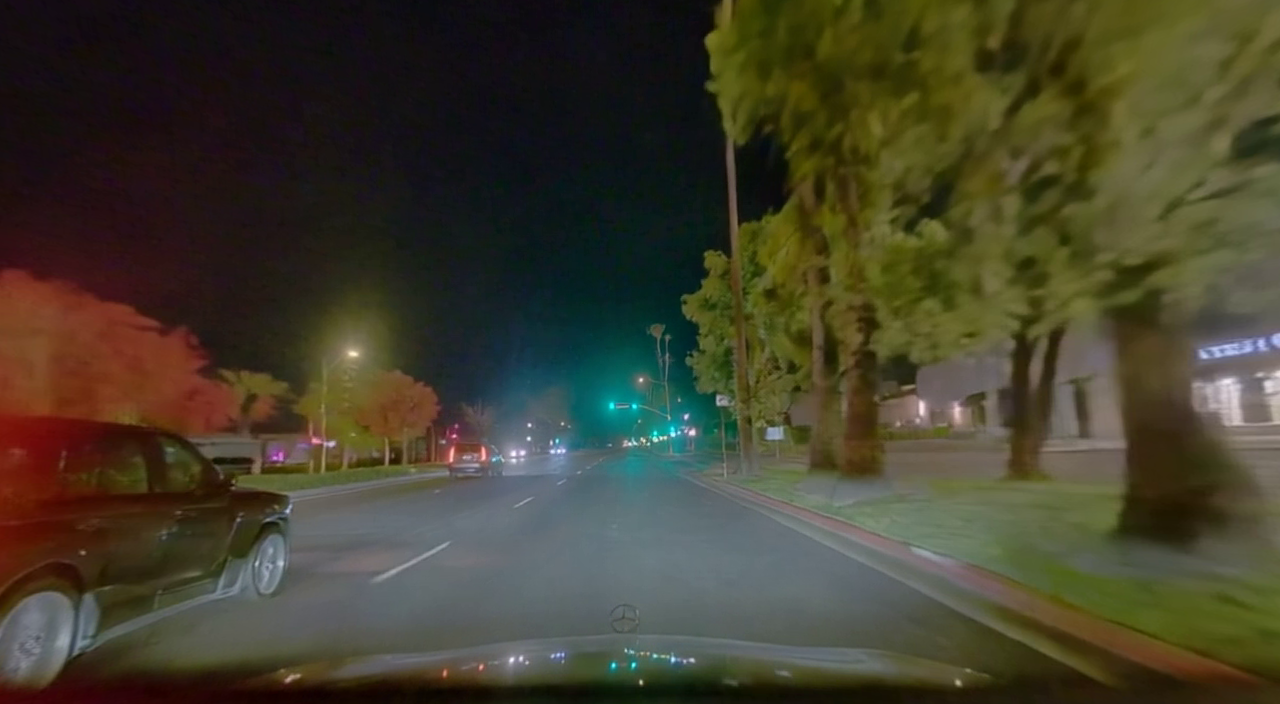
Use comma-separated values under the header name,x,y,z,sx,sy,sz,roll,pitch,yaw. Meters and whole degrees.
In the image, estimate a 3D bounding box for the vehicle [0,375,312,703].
name,x,y,z,sx,sy,sz,roll,pitch,yaw
vehicle,-4.101,1.058,3.757,2.041,1.666,4.182,0,-8,-1

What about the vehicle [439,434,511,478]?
name,x,y,z,sx,sy,sz,roll,pitch,yaw
vehicle,-7.460,4.755,28.959,2.136,1.844,4.363,0,-8,0
